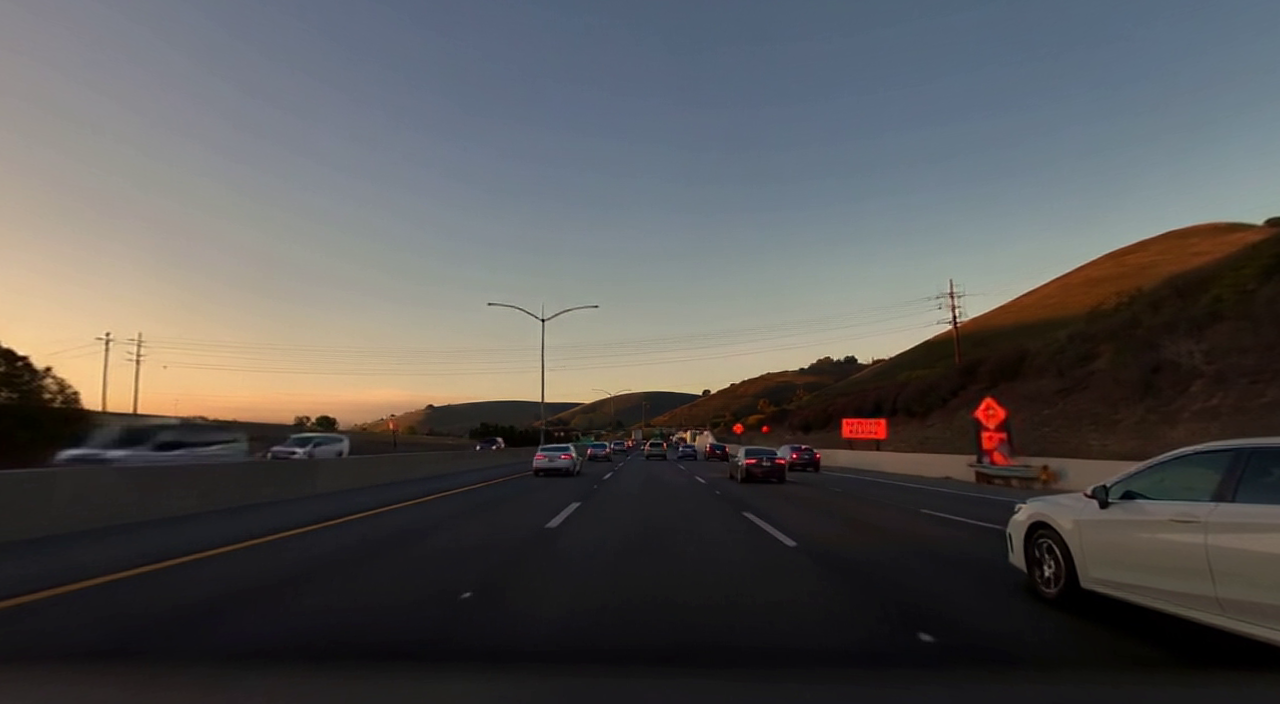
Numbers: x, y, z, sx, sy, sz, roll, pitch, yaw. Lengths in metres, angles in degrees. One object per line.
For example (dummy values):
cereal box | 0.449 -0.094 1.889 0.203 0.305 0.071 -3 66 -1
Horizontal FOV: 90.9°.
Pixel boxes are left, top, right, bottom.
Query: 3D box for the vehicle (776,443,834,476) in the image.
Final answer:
vehicle | 8.223 5.360 31.733 1.843 1.505 4.007 0 -8 0

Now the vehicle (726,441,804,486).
vehicle | 4.426 4.004 22.976 1.867 1.465 4.093 0 -8 -1

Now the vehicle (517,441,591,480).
vehicle | -3.332 4.301 25.300 2.232 1.438 4.163 -1 -8 2

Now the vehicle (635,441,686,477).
vehicle | 0.869 4.815 28.701 2.138 1.473 4.392 0 -8 0

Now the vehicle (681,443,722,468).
vehicle | 3.849 6.583 40.294 2.177 1.453 4.205 0 -8 0

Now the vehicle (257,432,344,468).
vehicle | -17.360 5.038 32.536 1.965 1.712 4.376 0 -8 1

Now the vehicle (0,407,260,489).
vehicle | -14.285 2.755 18.195 2.547 1.937 6.432 0 -8 1

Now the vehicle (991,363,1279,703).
vehicle | 3.863 0.880 2.738 2.018 1.670 4.658 0 -8 1
